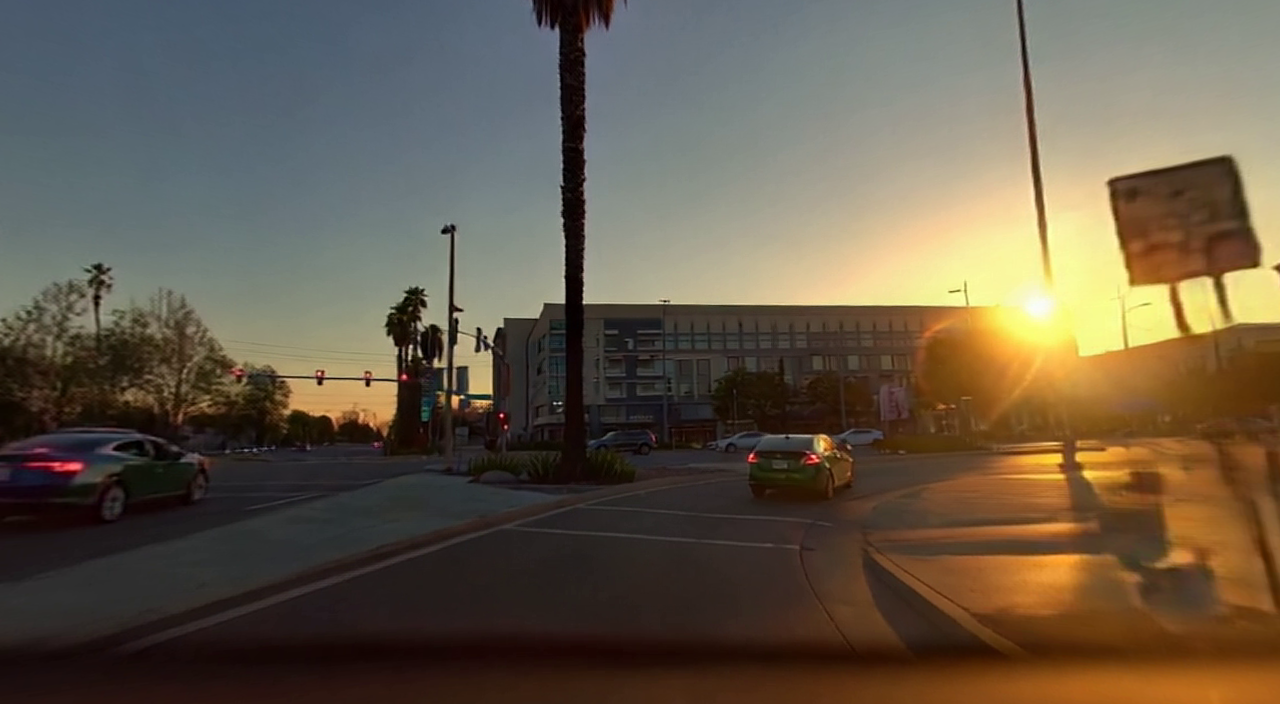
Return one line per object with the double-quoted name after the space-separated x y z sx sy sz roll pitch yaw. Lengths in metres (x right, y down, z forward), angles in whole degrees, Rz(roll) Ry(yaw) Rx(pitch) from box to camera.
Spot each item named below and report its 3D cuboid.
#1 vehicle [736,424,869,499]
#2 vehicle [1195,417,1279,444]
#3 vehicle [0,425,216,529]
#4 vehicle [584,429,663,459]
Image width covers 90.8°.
4.103 2.601 15.349 2.070 1.493 4.570 -4 -10 27 "vehicle"
37.466 4.875 39.023 4.458 1.589 2.044 1 -7 -3 "vehicle"
-9.904 2.145 11.348 1.912 1.487 4.471 1 -9 -7 "vehicle"
-1.081 5.806 39.939 4.757 1.633 1.932 0 -8 -11 "vehicle"
